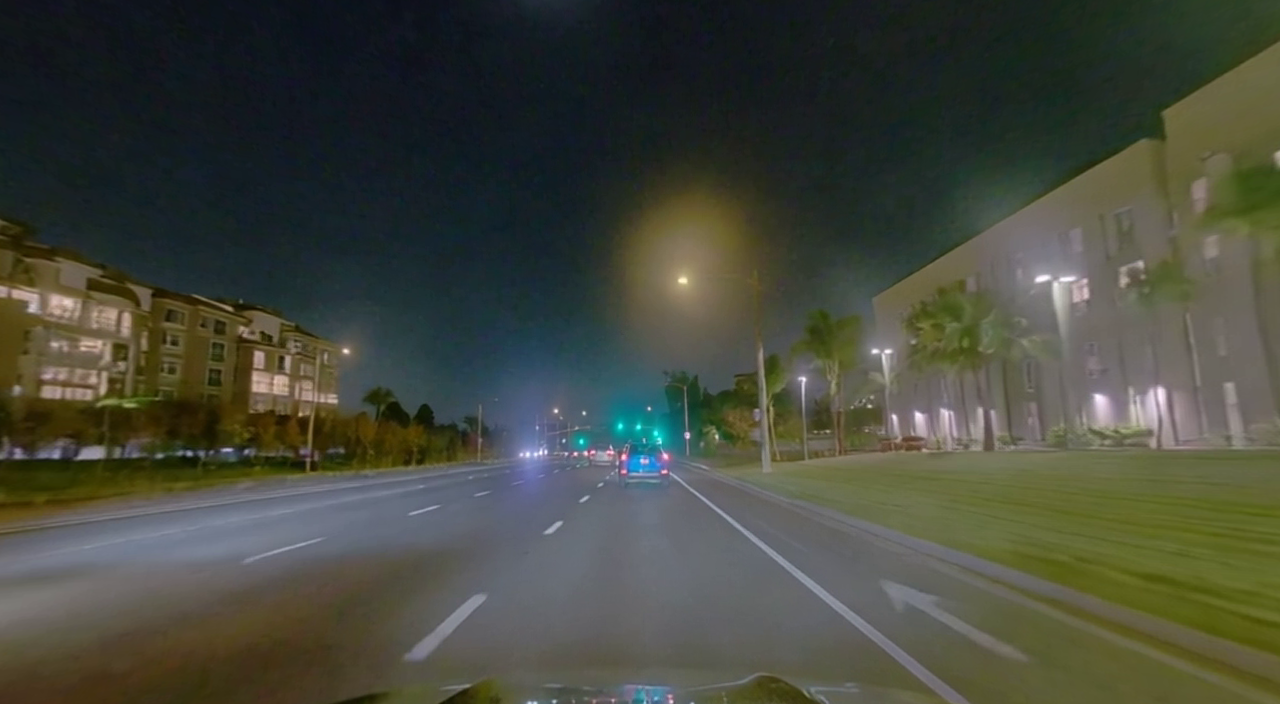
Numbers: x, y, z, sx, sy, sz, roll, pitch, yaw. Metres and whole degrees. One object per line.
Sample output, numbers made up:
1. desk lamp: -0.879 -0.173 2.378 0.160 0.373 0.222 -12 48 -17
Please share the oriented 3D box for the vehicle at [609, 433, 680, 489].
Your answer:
1. vehicle: 0.121 3.692 21.560 2.198 1.706 4.166 0 -9 0
